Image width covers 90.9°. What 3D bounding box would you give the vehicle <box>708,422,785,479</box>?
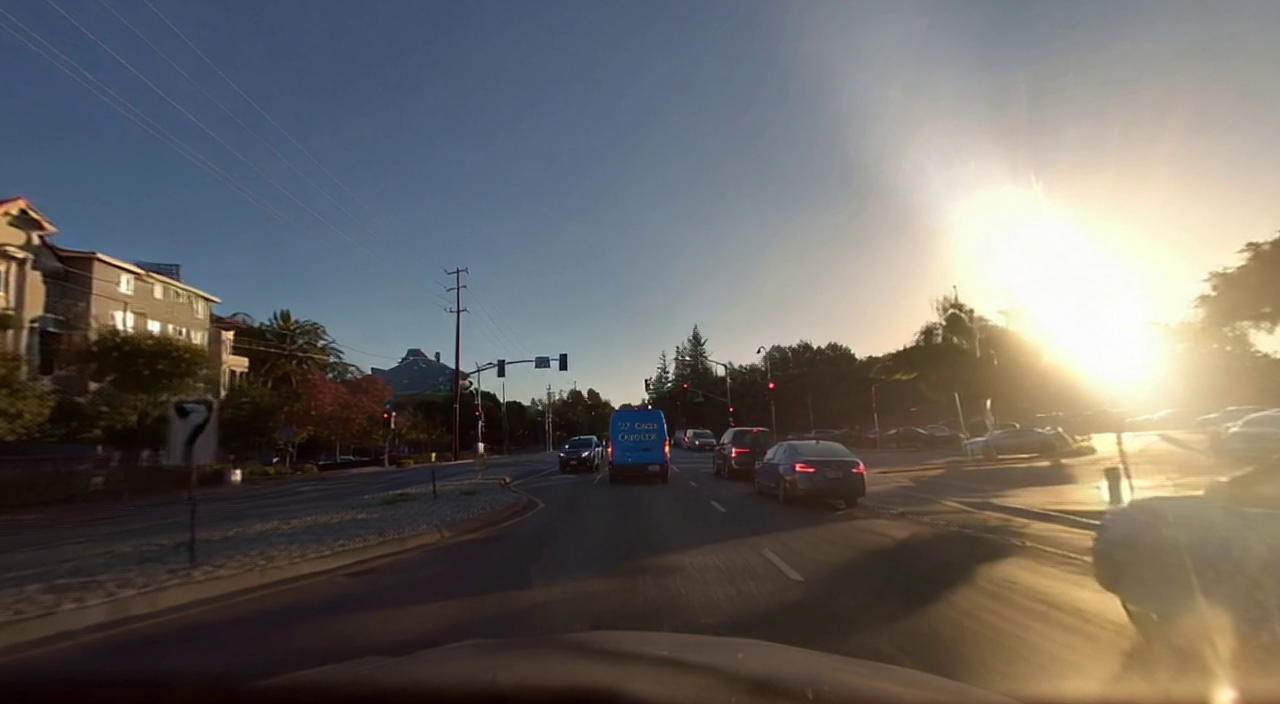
[{"bbox_3d":[3.561,3.383,21.896,1.965,1.771,4.295,0,-8,0],"label":"vehicle"}]

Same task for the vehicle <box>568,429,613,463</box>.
[{"bbox_3d":[-2.732,5.326,35.667,2.203,1.786,4.249,0,-8,0],"label":"vehicle"}]

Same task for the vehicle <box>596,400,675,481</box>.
[{"bbox_3d":[-0.038,3.082,21.965,2.422,2.488,4.992,-1,-8,3],"label":"vehicle"}]

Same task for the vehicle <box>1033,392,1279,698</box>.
[{"bbox_3d":[4.150,0.877,2.589,1.967,1.506,4.968,0,-8,1],"label":"vehicle"}]

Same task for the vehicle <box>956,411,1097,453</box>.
[{"bbox_3d":[16.998,3.564,27.918,4.842,1.792,1.963,-1,-8,2],"label":"vehicle"}]

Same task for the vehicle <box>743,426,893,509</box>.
[{"bbox_3d":[3.569,2.405,13.639,1.951,1.483,4.582,0,-8,1],"label":"vehicle"}]
